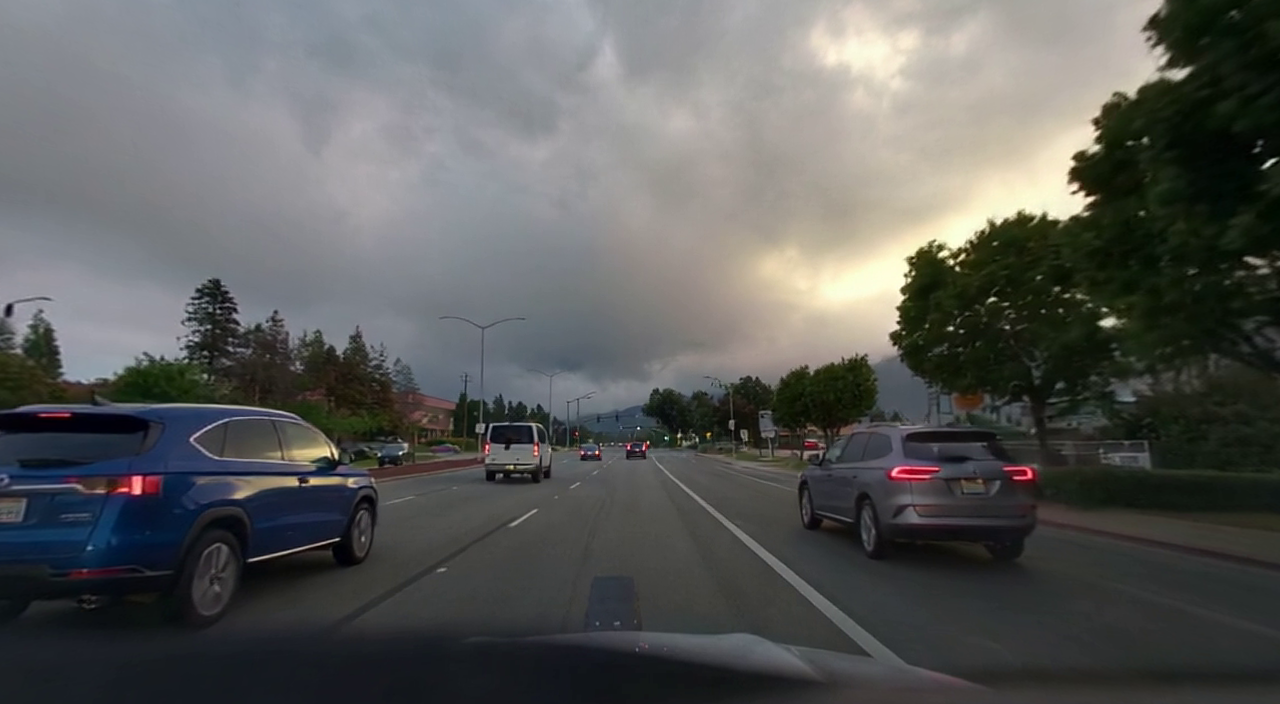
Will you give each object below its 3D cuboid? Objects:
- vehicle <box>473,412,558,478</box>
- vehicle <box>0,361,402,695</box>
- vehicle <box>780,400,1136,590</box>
[{"bbox_3d":[-5.382,4.201,28.360,2.863,2.592,6.410,1,-9,-3],"label":"vehicle"},{"bbox_3d":[-3.968,1.234,5.528,2.038,1.748,4.303,0,-9,0],"label":"vehicle"},{"bbox_3d":[3.581,1.723,8.481,2.167,1.792,4.835,0,-9,-1],"label":"vehicle"}]
